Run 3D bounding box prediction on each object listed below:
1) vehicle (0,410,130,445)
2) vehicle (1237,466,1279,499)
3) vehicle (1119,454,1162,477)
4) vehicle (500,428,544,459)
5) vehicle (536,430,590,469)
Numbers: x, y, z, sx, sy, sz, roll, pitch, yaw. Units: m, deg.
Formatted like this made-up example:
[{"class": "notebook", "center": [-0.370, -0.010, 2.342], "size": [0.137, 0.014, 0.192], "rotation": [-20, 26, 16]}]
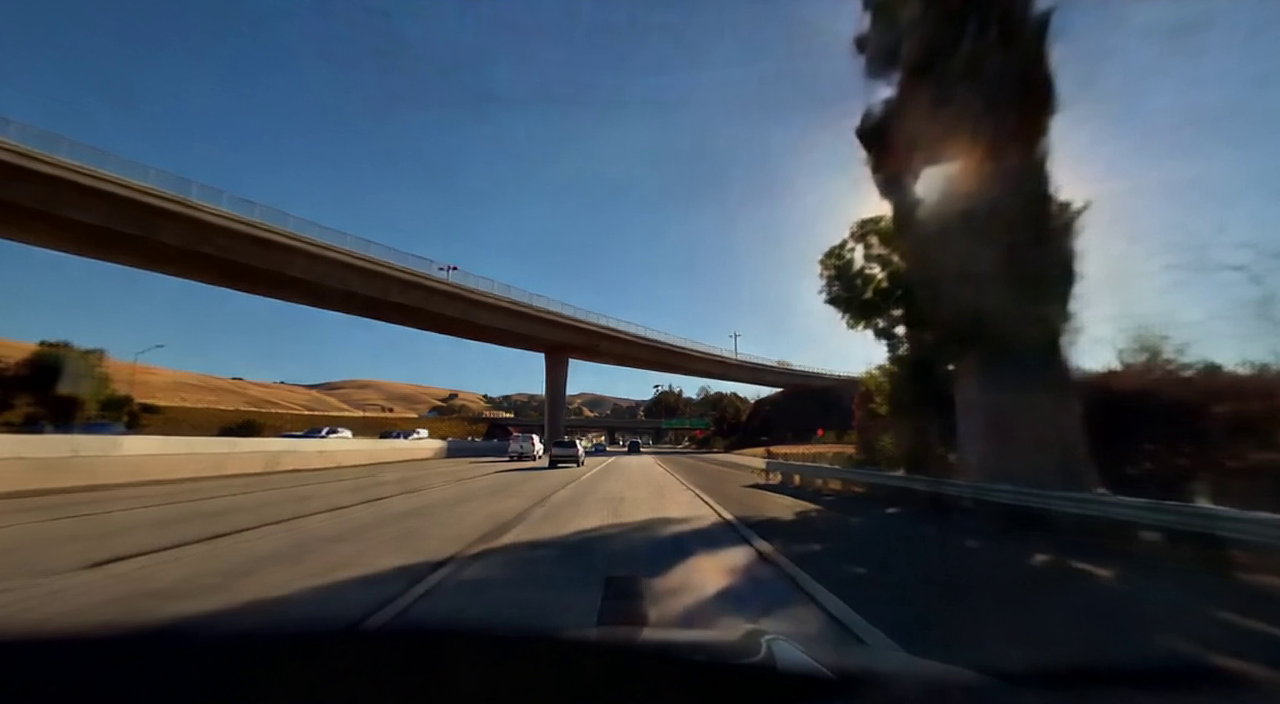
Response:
[{"class": "vehicle", "center": [-30.091, 4.043, 33.038], "size": [1.941, 1.677, 5.525], "rotation": [0, -8, 0]}, {"class": "vehicle", "center": [34.836, 7.096, 34.396], "size": [1.944, 1.528, 4.123], "rotation": [-4, -9, 25]}, {"class": "vehicle", "center": [36.950, 8.369, 46.577], "size": [1.929, 1.517, 3.993], "rotation": [-5, -10, 32]}, {"class": "vehicle", "center": [-8.036, 6.315, 43.405], "size": [2.132, 1.984, 4.639], "rotation": [0, -8, 0]}, {"class": "vehicle", "center": [-3.864, 5.022, 32.527], "size": [2.144, 1.847, 4.850], "rotation": [0, -8, 0]}]
